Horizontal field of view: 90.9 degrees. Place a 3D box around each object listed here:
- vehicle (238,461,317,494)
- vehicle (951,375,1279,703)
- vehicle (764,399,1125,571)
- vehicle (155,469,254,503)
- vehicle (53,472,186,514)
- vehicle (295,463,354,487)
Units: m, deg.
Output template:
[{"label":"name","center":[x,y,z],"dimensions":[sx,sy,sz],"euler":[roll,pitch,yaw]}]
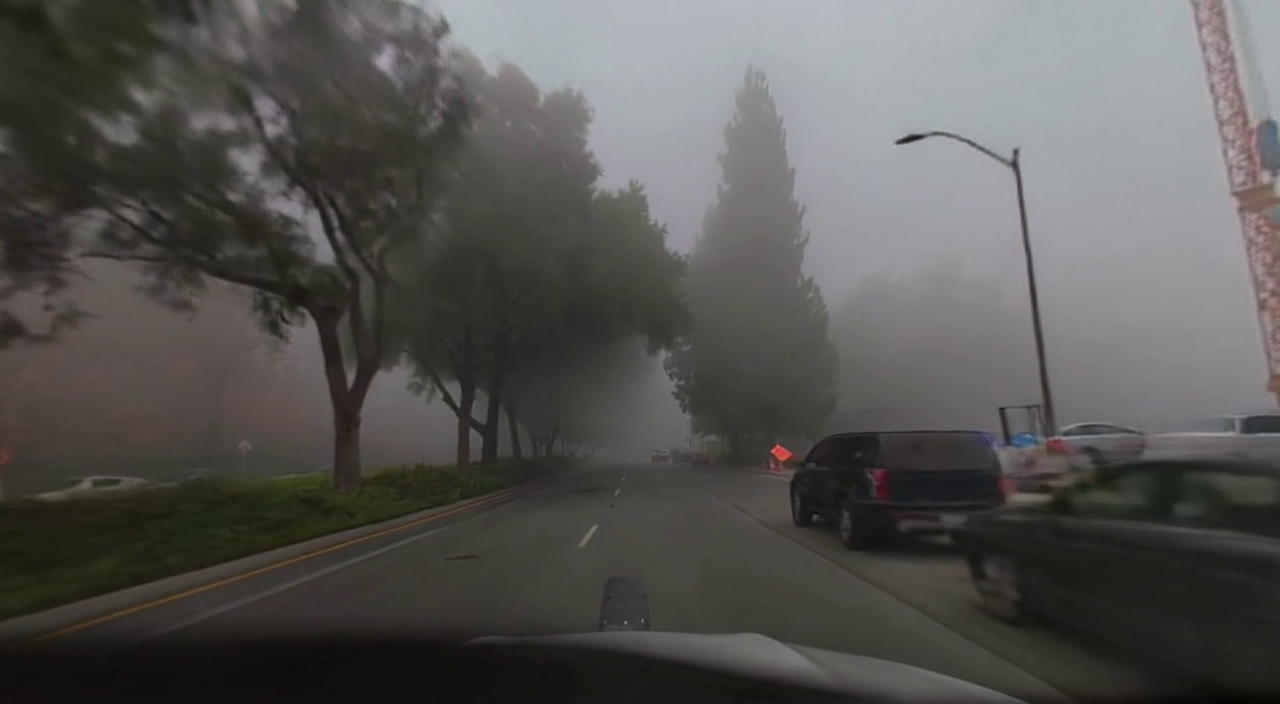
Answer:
[{"label":"vehicle","center":[-21.667,7.509,37.956],"dimensions":[1.941,1.743,5.264],"euler":[0,-9,-4]},{"label":"vehicle","center":[4.078,1.129,4.051],"dimensions":[1.916,1.701,4.358],"euler":[0,-9,0]},{"label":"vehicle","center":[4.225,2.098,10.847],"dimensions":[2.660,1.980,6.934],"euler":[0,-9,-1]},{"label":"vehicle","center":[-21.591,6.652,31.489],"dimensions":[1.746,1.447,4.448],"euler":[0,-9,0]},{"label":"vehicle","center":[-21.529,5.820,26.350],"dimensions":[1.834,1.441,4.416],"euler":[0,-9,-2]},{"label":"vehicle","center":[-22.014,8.586,44.220],"dimensions":[1.863,1.470,4.526],"euler":[0,-9,-1]}]
